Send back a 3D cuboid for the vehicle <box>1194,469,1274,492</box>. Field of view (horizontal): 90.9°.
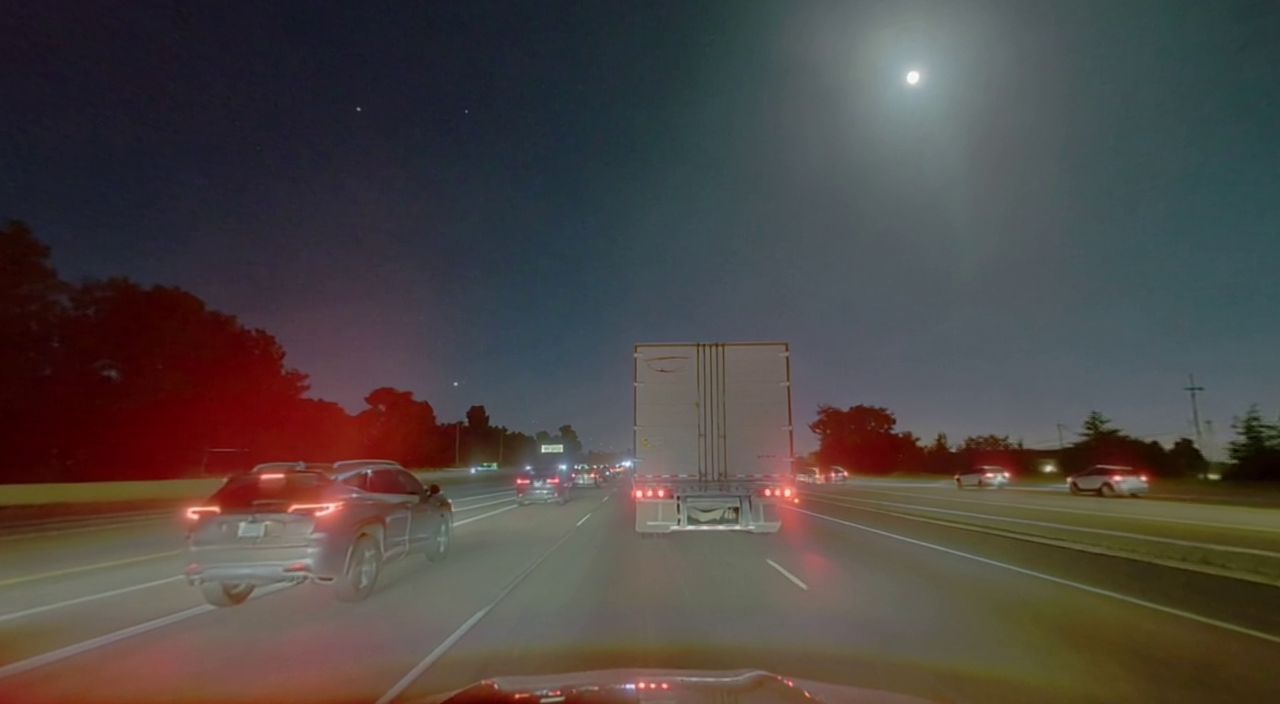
[{"bbox_3d":[42.188,9.120,44.756,3.974,1.485,1.709,1,-11,-3],"label":"vehicle"}]

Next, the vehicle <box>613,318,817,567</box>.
[{"bbox_3d":[1.011,2.039,13.338,2.831,3.529,8.689,1,-11,-1],"label":"vehicle"}]

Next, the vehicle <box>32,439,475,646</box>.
[{"bbox_3d":[-3.518,1.865,7.128,1.983,1.509,4.679,1,-11,1],"label":"vehicle"}]

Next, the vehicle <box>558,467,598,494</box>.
[{"bbox_3d":[-3.470,7.333,36.016,1.867,1.418,3.670,0,-11,1],"label":"vehicle"}]

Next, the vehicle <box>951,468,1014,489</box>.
[{"bbox_3d":[26.404,9.767,48.712,4.107,1.485,1.796,-4,-11,23],"label":"vehicle"}]

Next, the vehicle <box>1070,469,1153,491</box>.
[{"bbox_3d":[33.674,9.167,45.064,4.299,1.465,1.807,-1,-11,9],"label":"vehicle"}]

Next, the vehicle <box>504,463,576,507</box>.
[{"bbox_3d":[-3.712,5.056,24.160,1.964,1.482,4.371,0,-11,1],"label":"vehicle"}]
